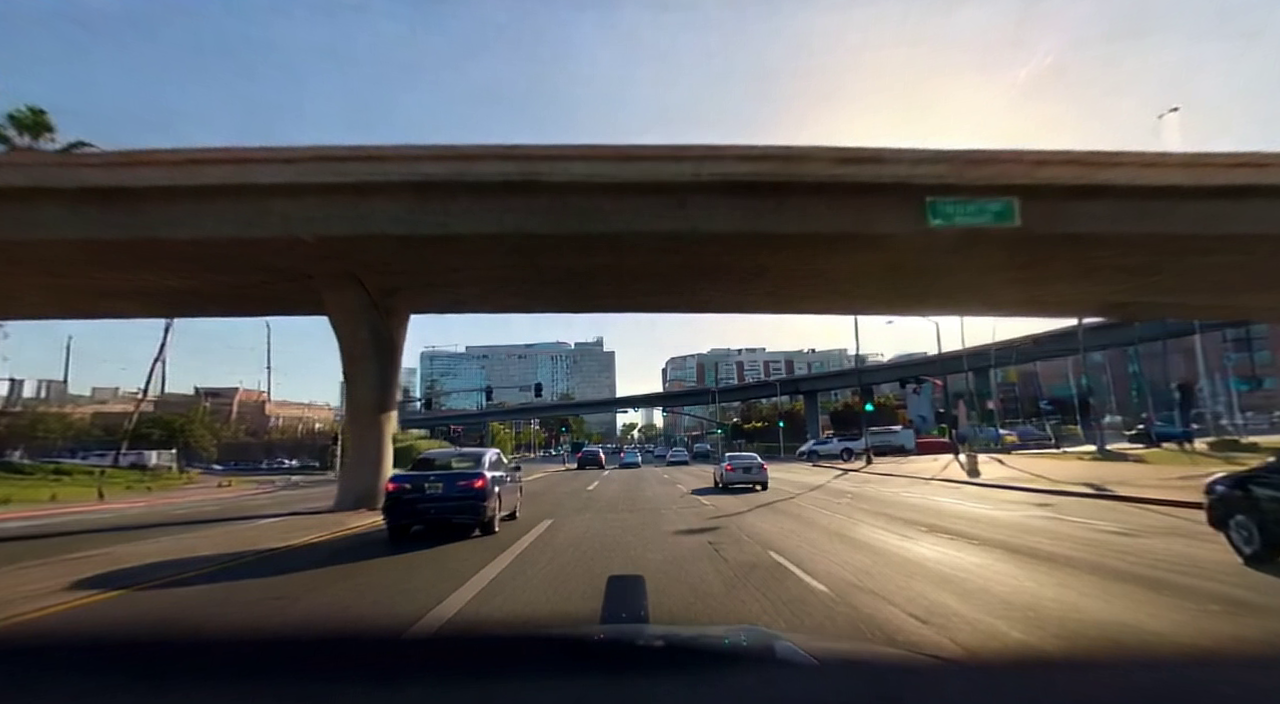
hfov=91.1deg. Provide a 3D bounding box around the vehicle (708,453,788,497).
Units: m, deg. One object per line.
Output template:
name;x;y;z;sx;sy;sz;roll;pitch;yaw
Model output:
vehicle;3.831;4.445;23.095;2.156;1.404;4.120;0;-9;-1

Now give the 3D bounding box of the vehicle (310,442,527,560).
vehicle;-3.229;2.231;10.186;2.111;1.506;4.018;0;-9;-1

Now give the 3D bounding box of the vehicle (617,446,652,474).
vehicle;-0.375;7.131;41.710;2.172;1.694;4.055;0;-9;0

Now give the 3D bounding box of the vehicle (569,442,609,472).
vehicle;-3.641;7.644;45.976;2.485;2.012;5.498;0;-9;0
